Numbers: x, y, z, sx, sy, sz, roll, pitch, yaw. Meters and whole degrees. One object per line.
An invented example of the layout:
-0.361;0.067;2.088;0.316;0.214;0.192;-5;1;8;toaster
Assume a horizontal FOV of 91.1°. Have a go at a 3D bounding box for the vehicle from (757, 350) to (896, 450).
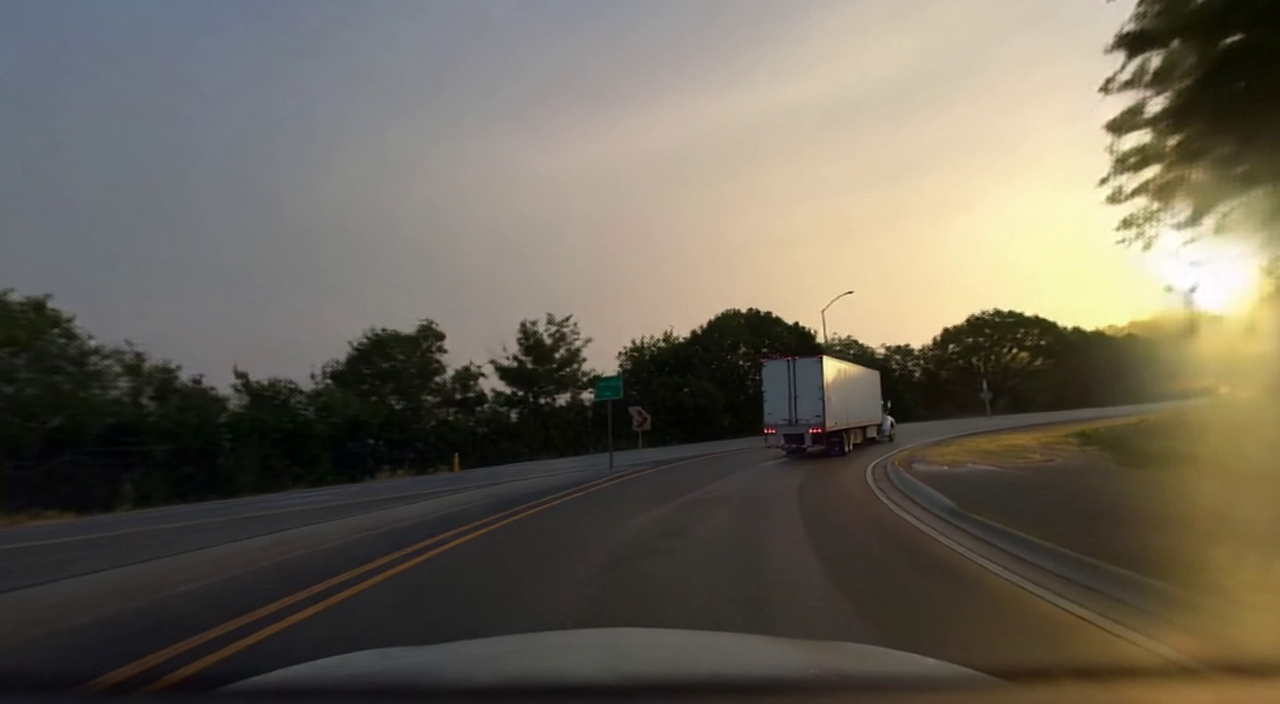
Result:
8.839;2.479;28.554;2.837;3.712;10.484;-6;-10;34;vehicle
